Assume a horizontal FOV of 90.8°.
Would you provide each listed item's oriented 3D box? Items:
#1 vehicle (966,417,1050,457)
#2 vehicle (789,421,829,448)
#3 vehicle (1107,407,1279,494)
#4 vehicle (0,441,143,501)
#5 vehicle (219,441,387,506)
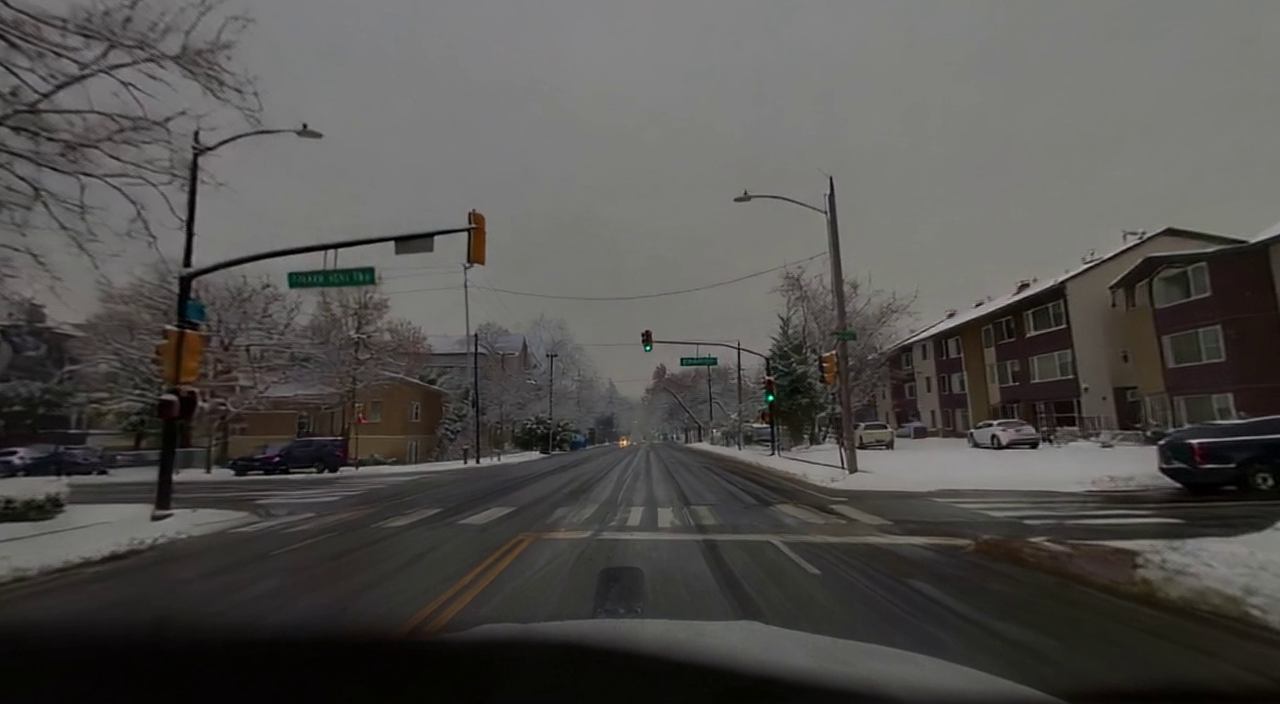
[{"bbox_3d":[17.075,4.033,29.568,2.013,1.722,4.007,-2,-9,10],"label":"vehicle"},{"bbox_3d":[11.467,5.663,43.116,1.950,1.714,4.245,-1,-9,6],"label":"vehicle"},{"bbox_3d":[12.752,1.926,12.848,4.908,1.521,2.108,-2,-8,-5],"label":"vehicle"},{"bbox_3d":[-20.103,3.966,21.274,4.804,1.842,2.171,0,-8,-1],"label":"vehicle"},{"bbox_3d":[-9.304,3.363,17.479,4.135,1.424,1.945,-9,-11,23],"label":"vehicle"}]
